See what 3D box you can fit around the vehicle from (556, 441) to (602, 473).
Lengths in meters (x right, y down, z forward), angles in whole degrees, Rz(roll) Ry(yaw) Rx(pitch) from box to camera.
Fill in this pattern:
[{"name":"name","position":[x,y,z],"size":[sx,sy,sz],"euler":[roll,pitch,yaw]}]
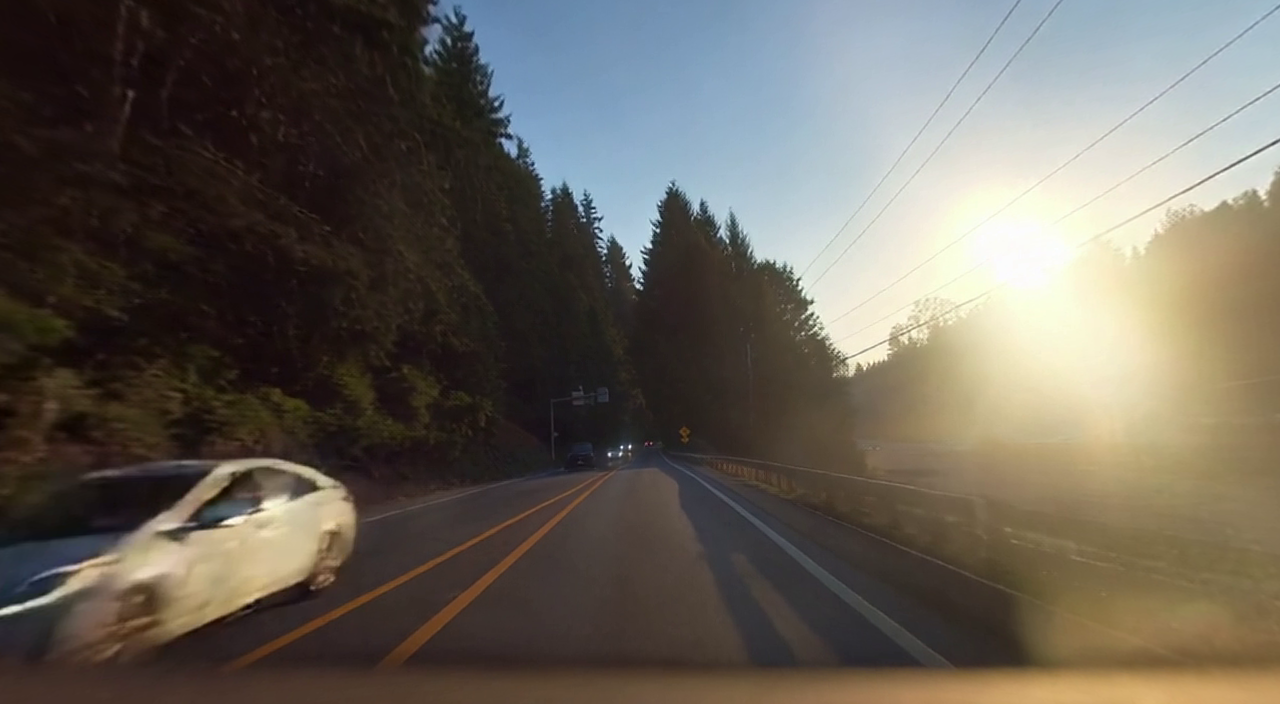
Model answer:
[{"name":"vehicle","position":[-3.446,6.068,36.717],"size":[2.007,1.726,5.097],"euler":[0,-9,2]}]

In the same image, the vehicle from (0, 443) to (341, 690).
[{"name":"vehicle","position":[-4.624,1.588,5.757],"size":[1.816,1.473,3.689],"euler":[-1,-9,3]}]
